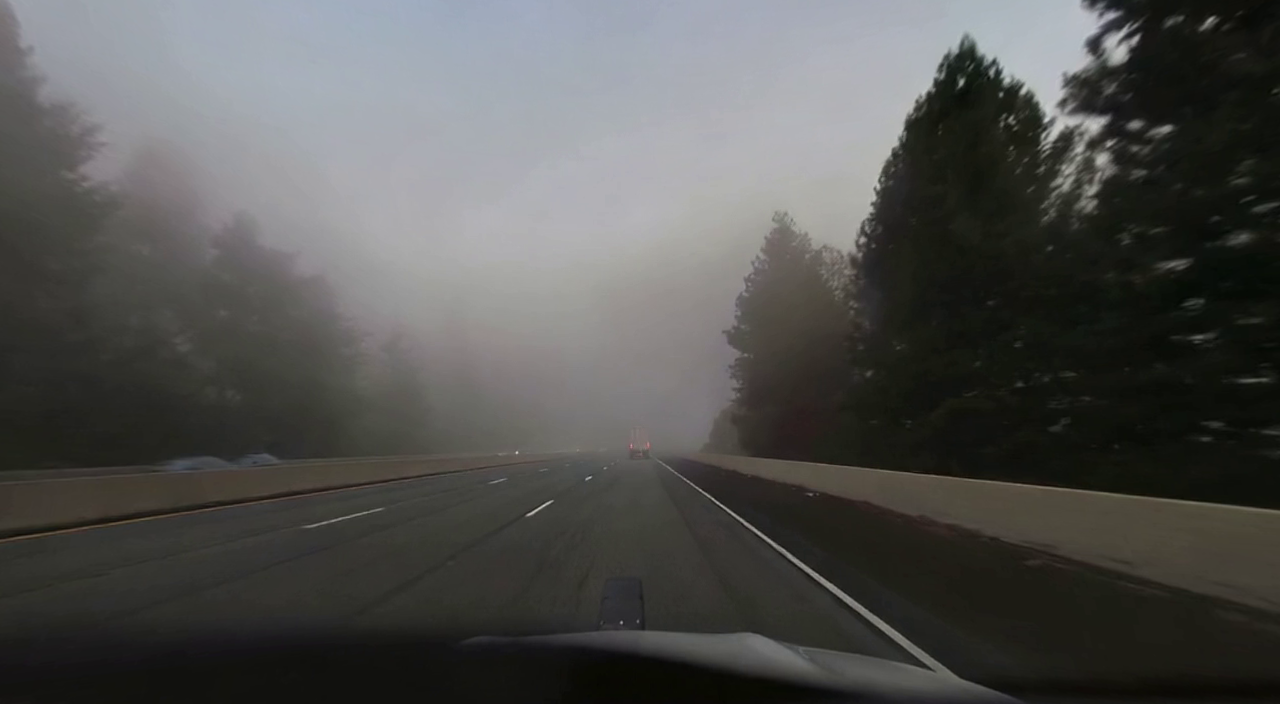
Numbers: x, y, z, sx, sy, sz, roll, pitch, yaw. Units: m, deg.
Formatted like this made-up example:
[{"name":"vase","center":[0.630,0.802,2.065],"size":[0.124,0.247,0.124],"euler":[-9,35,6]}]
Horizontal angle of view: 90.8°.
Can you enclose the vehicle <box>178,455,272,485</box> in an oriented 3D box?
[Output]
[{"name":"vehicle","center":[-23.852,6.784,36.527],"size":[2.255,1.555,4.759],"euler":[0,-9,0]}]

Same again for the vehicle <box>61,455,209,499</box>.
[{"name":"vehicle","center":[-19.265,4.753,24.412],"size":[1.831,1.493,4.682],"euler":[0,-9,0]}]
